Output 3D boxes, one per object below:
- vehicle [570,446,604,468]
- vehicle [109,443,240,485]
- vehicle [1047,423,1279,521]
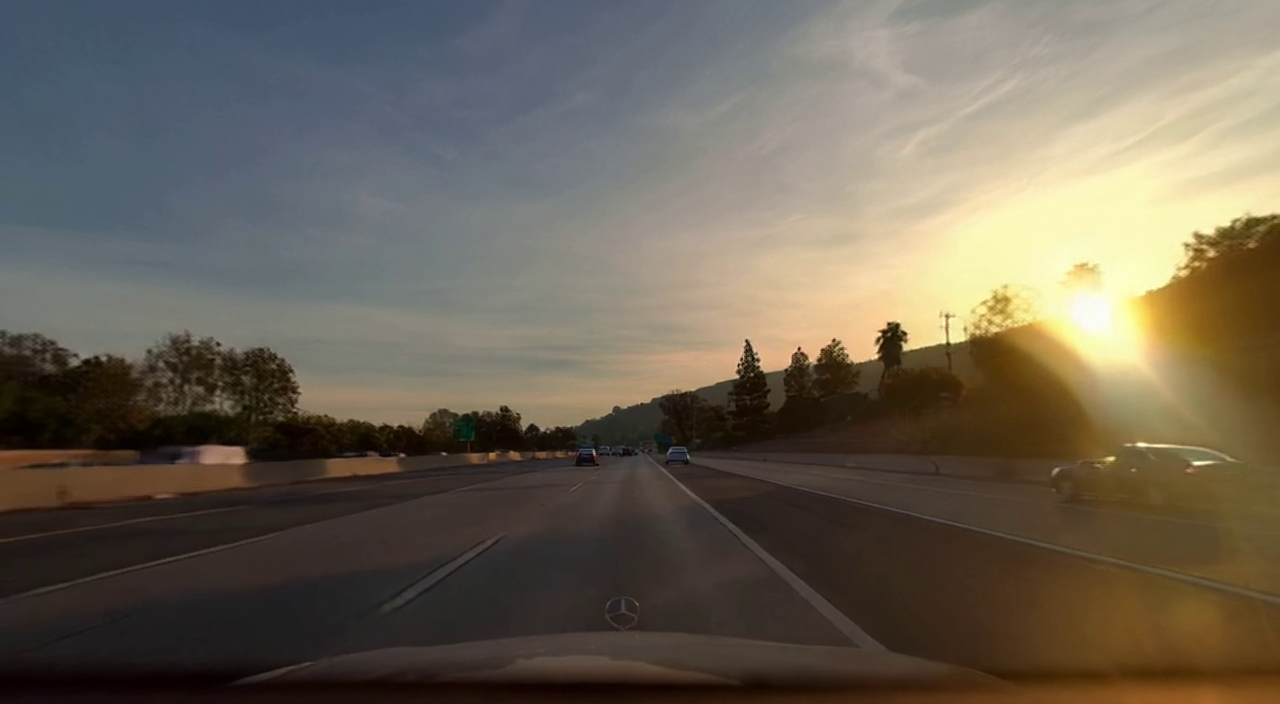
[{"bbox_3d":[-3.782,7.524,45.405,2.052,1.510,4.301,0,-9,0],"label":"vehicle"},{"bbox_3d":[-19.829,4.763,27.245,1.902,1.599,4.863,0,-9,0],"label":"vehicle"},{"bbox_3d":[12.103,2.597,14.225,2.344,1.783,5.196,0,-9,-1],"label":"vehicle"}]
